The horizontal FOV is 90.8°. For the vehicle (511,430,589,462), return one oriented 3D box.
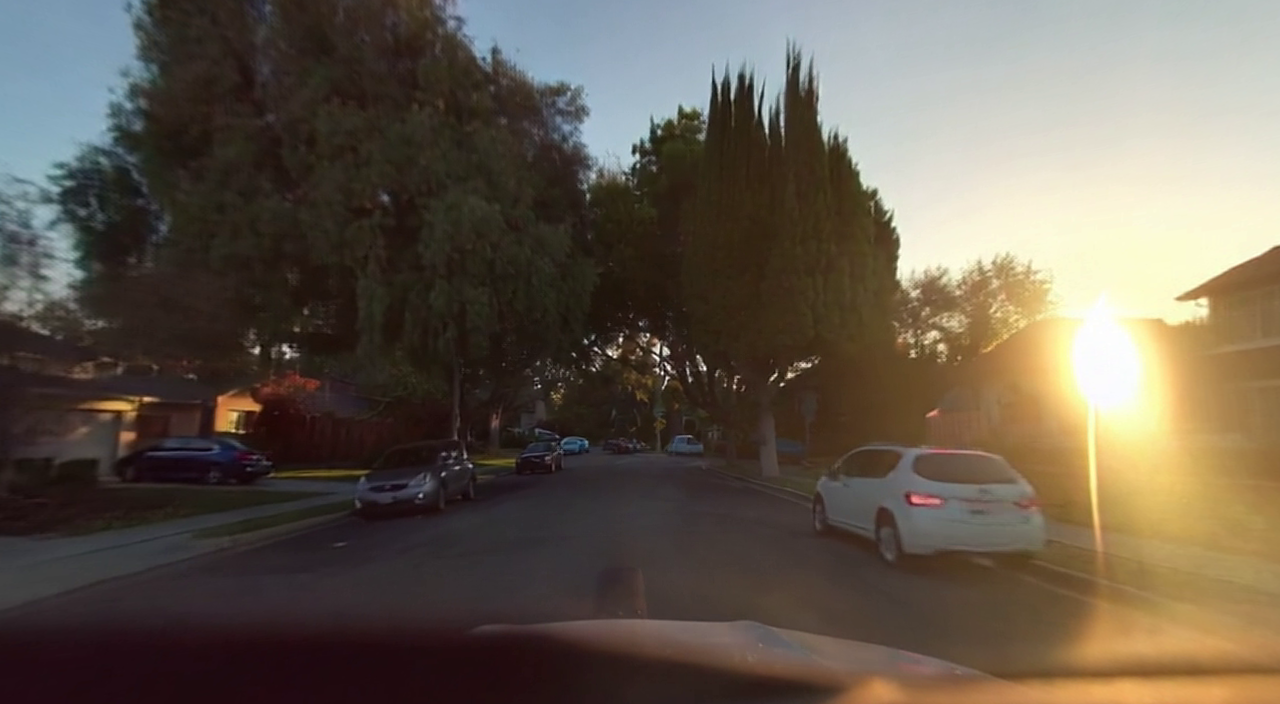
[{"bbox_3d":[-6.602,6.965,46.975,5.419,2.292,2.272,0,-7,0],"label":"vehicle"}]

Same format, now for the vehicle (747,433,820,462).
[{"bbox_3d":[10.579,7.084,46.860,4.919,1.969,2.104,1,-9,2],"label":"vehicle"}]

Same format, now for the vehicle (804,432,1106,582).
[{"bbox_3d":[3.705,1.868,8.423,1.945,1.495,3.983,0,-8,0],"label":"vehicle"}]

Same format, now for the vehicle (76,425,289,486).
[{"bbox_3d":[-14.078,3.200,19.683,5.088,1.792,1.966,0,-9,1],"label":"vehicle"}]

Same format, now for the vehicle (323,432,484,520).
[{"bbox_3d":[-5.056,2.701,14.289,1.887,1.660,4.312,0,-8,1],"label":"vehicle"}]
